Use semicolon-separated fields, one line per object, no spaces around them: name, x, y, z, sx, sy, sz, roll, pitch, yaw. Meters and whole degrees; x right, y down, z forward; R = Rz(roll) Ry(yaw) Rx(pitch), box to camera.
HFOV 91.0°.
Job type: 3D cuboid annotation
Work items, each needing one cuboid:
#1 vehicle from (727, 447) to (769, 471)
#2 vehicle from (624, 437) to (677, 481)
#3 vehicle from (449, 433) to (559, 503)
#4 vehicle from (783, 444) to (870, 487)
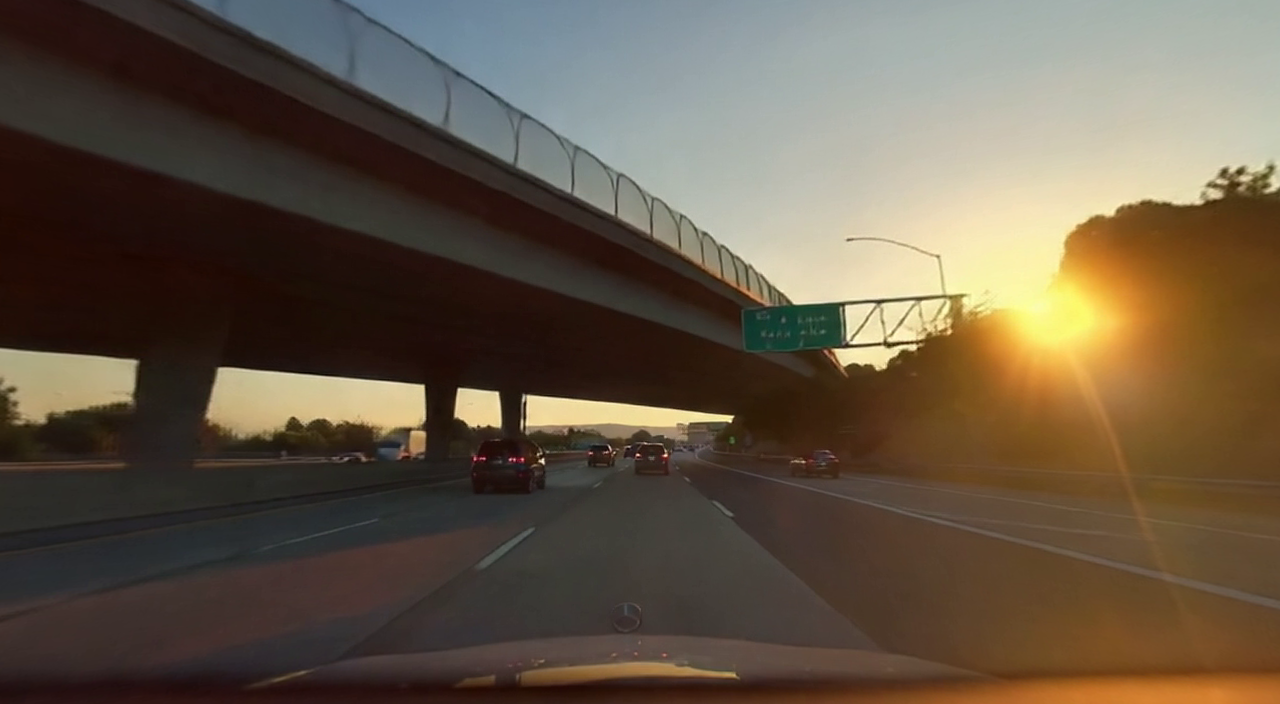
vehicle;7.044;7.032;41.529;2.005;1.456;4.287;0;-9;0
vehicle;0.494;4.987;29.594;2.270;1.862;4.949;0;-9;1
vehicle;-3.774;3.311;18.345;2.142;1.759;4.297;0;-9;2
vehicle;6.977;4.280;24.058;1.936;1.480;4.373;0;-9;0
